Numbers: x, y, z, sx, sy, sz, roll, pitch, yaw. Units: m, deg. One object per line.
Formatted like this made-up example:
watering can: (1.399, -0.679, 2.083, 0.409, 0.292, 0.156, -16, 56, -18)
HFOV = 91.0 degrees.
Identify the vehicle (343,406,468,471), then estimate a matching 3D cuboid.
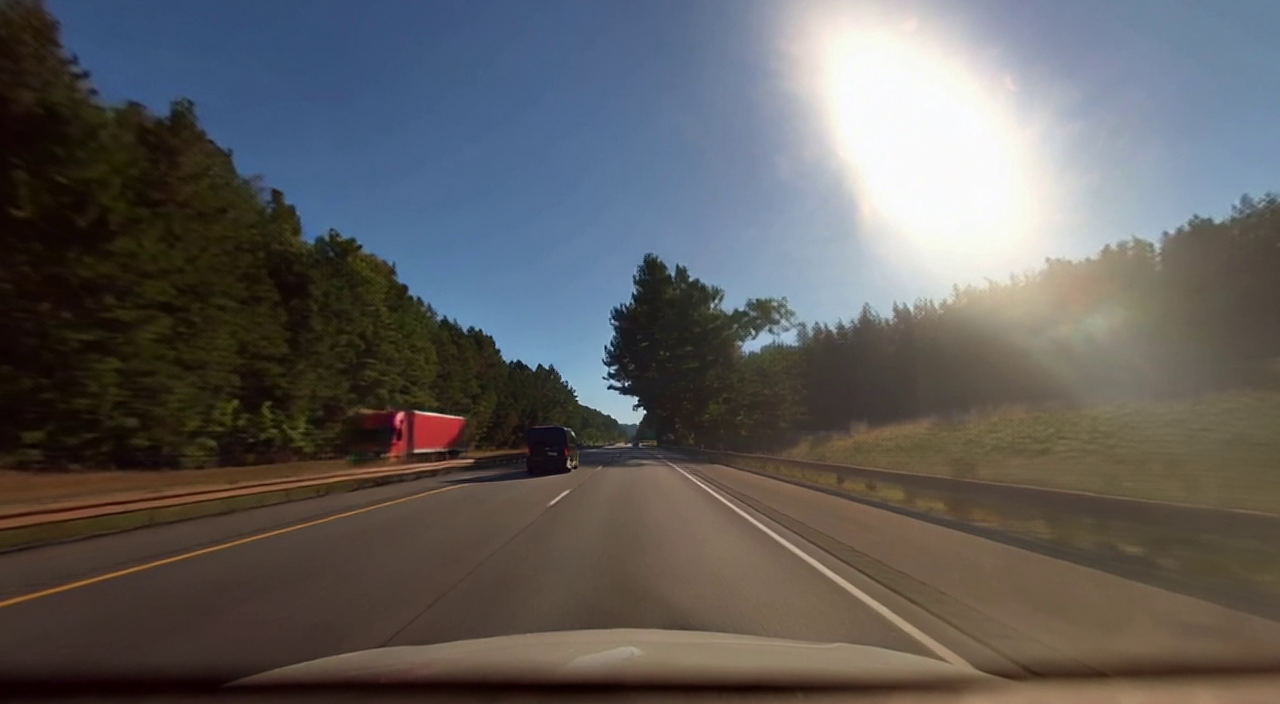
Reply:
vehicle: (-17.024, 6.624, 47.901, 3.310, 4.067, 16.585, 0, -8, -1)

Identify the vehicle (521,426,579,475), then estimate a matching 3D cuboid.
vehicle: (-4.038, 4.500, 29.039, 1.976, 2.029, 4.737, -1, -8, 0)
